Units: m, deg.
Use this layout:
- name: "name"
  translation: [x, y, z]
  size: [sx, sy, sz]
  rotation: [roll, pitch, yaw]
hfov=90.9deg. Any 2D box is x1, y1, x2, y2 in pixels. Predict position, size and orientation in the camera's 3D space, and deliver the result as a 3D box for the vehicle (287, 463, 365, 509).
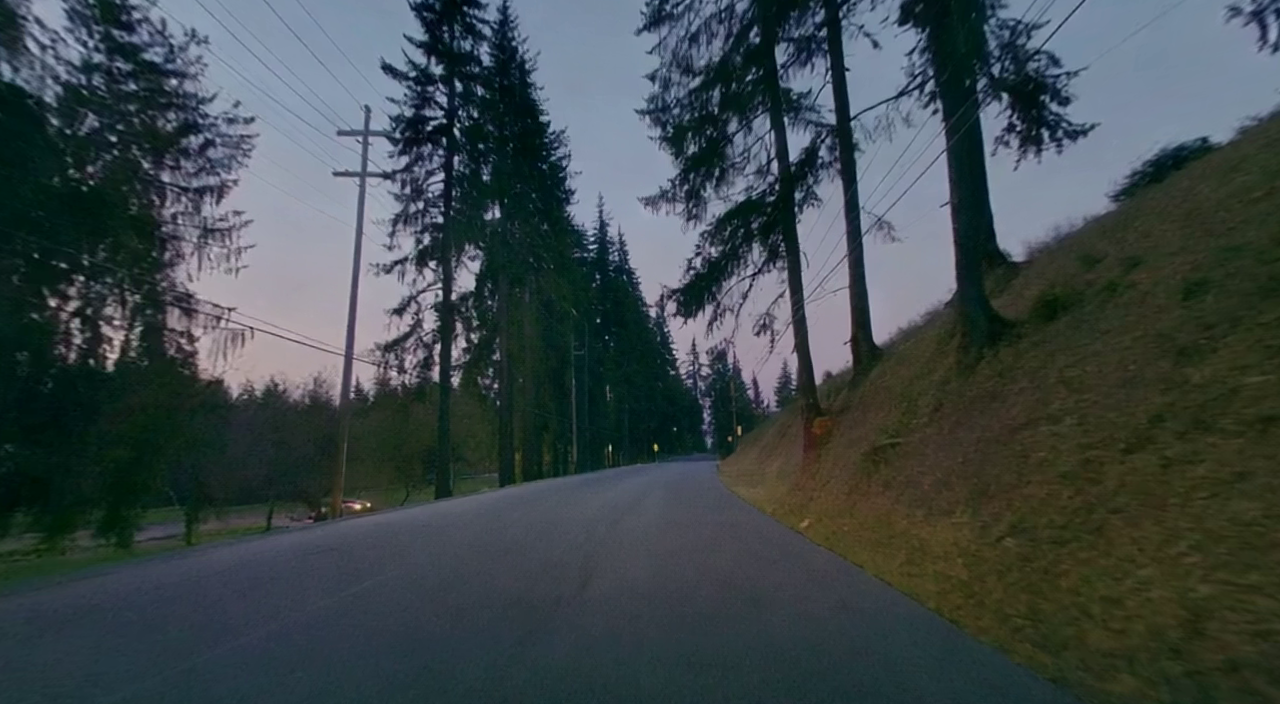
- name: "vehicle"
  translation: [-13.107, 5.568, 26.614]
  size: [2.058, 1.654, 4.273]
  rotation: [2, -9, -15]
